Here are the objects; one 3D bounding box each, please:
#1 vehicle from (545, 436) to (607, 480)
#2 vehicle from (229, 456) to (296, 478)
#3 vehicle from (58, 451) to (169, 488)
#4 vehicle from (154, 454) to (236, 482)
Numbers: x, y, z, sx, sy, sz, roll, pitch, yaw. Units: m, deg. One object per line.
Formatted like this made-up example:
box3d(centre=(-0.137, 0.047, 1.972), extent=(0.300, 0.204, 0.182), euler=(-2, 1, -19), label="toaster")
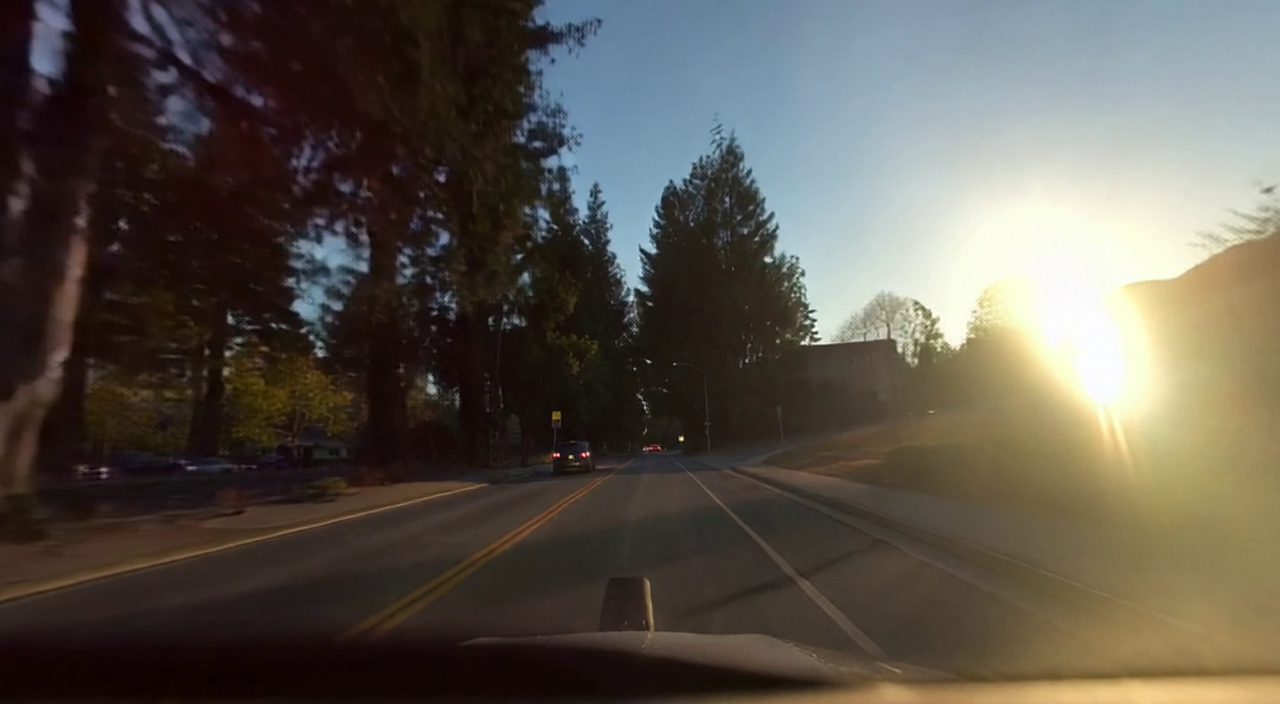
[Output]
box3d(centre=(-2.632, 4.501, 27.058), extent=(2.016, 1.694, 4.335), euler=(0, -9, 2), label="vehicle")
box3d(centre=(-28.457, 8.631, 47.703), extent=(1.866, 1.479, 4.731), euler=(0, -9, 3), label="vehicle")
box3d(centre=(-29.123, 6.460, 35.095), extent=(1.968, 1.821, 4.810), euler=(-1, -9, 1), label="vehicle")
box3d(centre=(-29.019, 7.555, 41.308), extent=(1.845, 1.513, 4.993), euler=(-6, -9, 0), label="vehicle")
